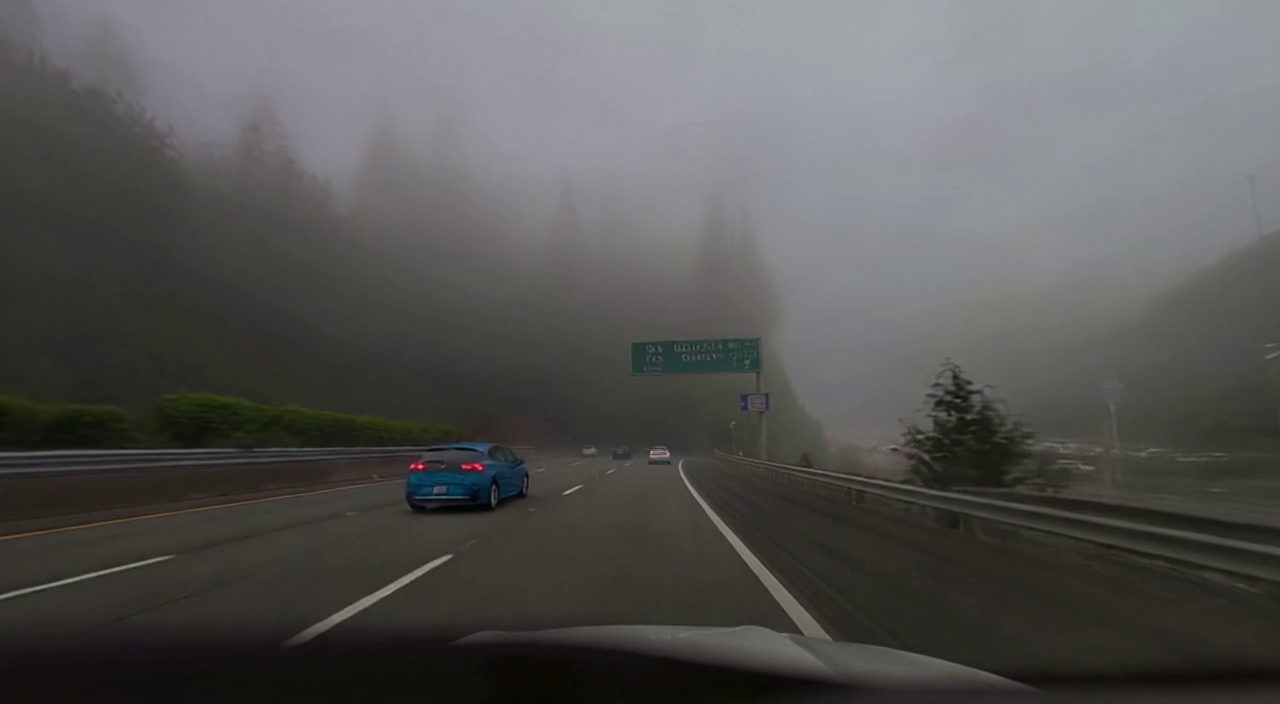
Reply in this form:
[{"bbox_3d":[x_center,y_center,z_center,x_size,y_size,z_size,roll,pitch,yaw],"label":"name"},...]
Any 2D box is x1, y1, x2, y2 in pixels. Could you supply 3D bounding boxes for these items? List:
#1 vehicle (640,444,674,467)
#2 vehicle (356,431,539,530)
[{"bbox_3d":[1.171,6.783,41.539,2.113,1.464,4.073,0,-8,3],"label":"vehicle"},{"bbox_3d":[-3.371,2.341,12.141,2.024,1.531,4.431,0,-8,1],"label":"vehicle"}]
